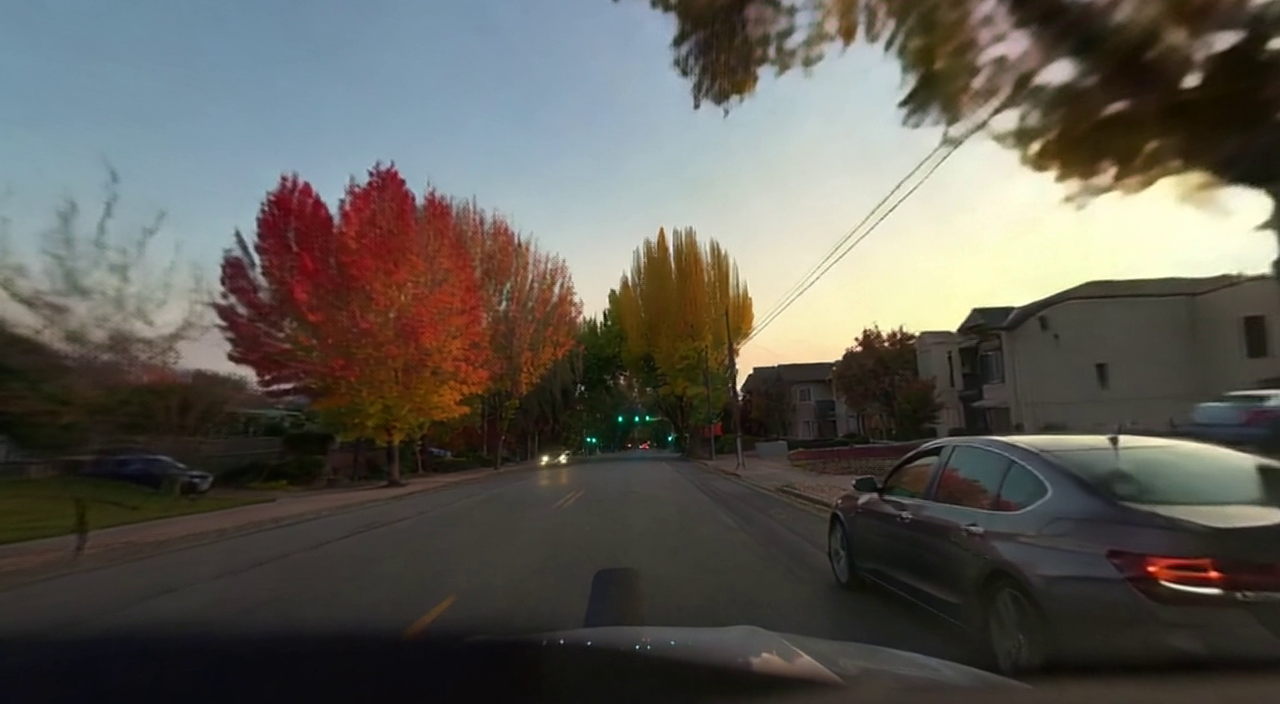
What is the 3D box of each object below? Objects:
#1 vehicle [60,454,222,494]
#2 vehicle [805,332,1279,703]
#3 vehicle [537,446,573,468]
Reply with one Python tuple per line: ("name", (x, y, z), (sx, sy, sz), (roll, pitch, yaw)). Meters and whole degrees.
("vehicle", (-19.469, 4.774, 24.843), (4.610, 1.463, 1.841), (1, -9, -6))
("vehicle", (3.018, 1.173, 4.642), (2.224, 1.791, 4.834), (0, -8, -1))
("vehicle", (-6.327, 7.850, 47.595), (2.031, 1.521, 4.538), (0, -8, 1))
